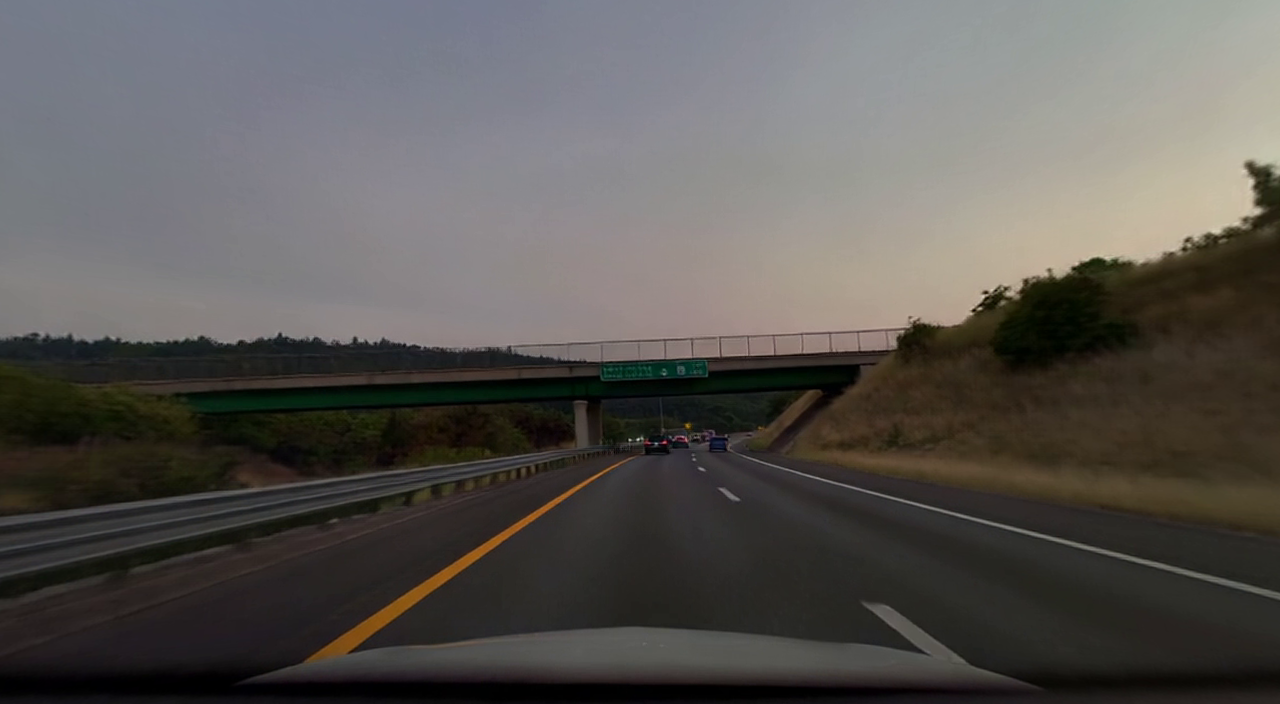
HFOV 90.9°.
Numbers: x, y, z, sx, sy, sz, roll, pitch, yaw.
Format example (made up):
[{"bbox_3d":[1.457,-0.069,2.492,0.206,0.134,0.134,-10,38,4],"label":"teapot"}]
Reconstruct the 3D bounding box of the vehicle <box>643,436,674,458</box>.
[{"bbox_3d":[1.350,6.766,45.087,1.993,1.461,3.812,-1,-8,4],"label":"vehicle"}]
